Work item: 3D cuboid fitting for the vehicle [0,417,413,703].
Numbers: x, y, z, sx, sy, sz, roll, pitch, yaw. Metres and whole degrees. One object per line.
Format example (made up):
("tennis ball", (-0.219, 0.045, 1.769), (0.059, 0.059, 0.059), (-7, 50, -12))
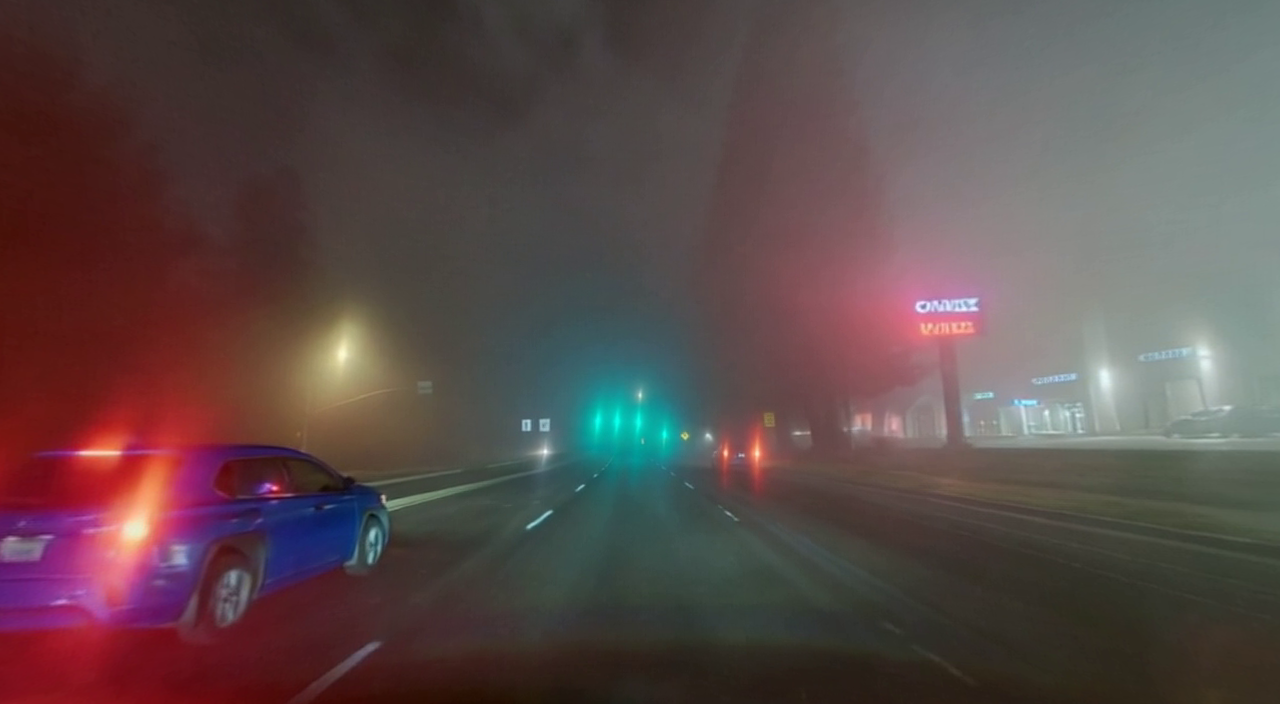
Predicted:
("vehicle", (-3.702, 1.386, 5.387), (2.017, 1.470, 4.293), (0, -8, -1))

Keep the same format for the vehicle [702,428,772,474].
("vehicle", (4.566, 4.804, 30.761), (2.476, 2.016, 5.586), (0, -8, 0))
